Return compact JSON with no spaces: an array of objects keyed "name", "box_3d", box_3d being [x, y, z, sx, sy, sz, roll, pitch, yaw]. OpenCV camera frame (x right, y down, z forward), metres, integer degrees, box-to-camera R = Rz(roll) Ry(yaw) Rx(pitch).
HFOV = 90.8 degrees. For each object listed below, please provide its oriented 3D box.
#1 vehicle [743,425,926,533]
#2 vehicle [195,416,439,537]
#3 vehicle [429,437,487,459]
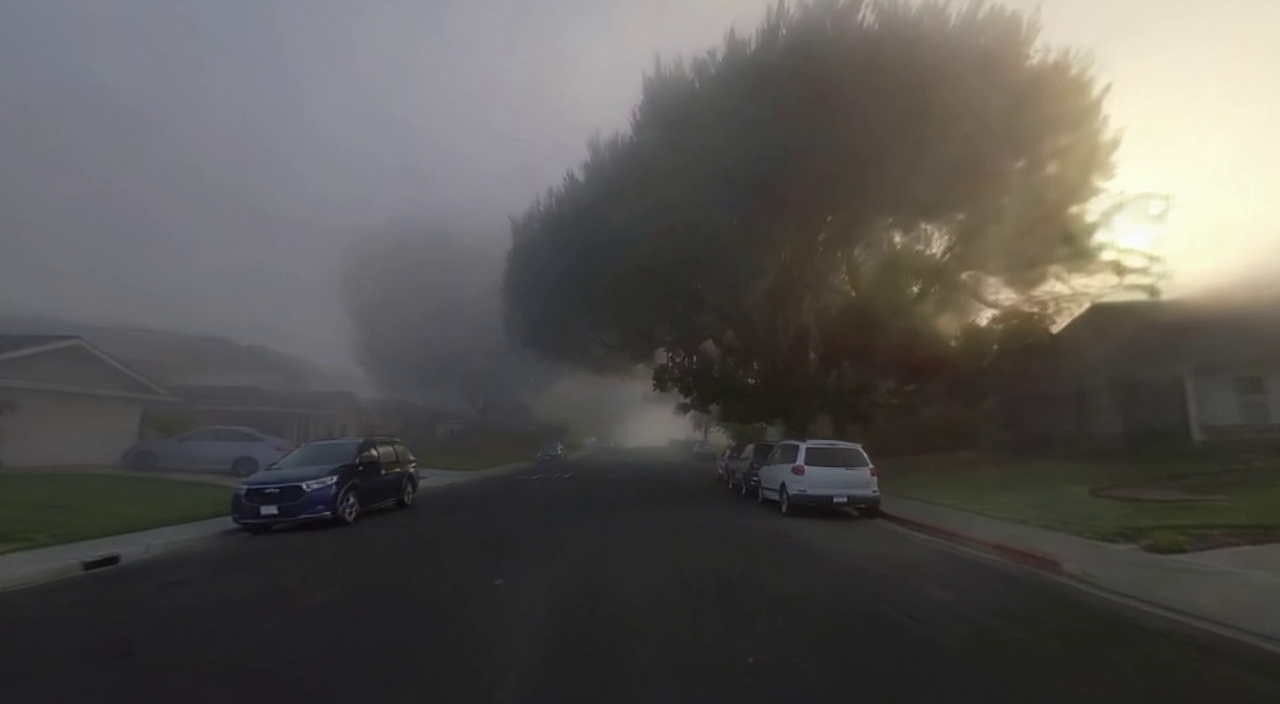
[{"name":"vehicle","box_3d":[3.536,2.404,12.578,2.033,1.730,4.554,0,-9,-2]},{"name":"vehicle","box_3d":[-6.280,2.515,13.415,2.322,1.949,5.695,-1,-9,-2]},{"name":"vehicle","box_3d":[-14.185,7.558,49.467,3.921,1.629,1.832,0,-10,2]}]
